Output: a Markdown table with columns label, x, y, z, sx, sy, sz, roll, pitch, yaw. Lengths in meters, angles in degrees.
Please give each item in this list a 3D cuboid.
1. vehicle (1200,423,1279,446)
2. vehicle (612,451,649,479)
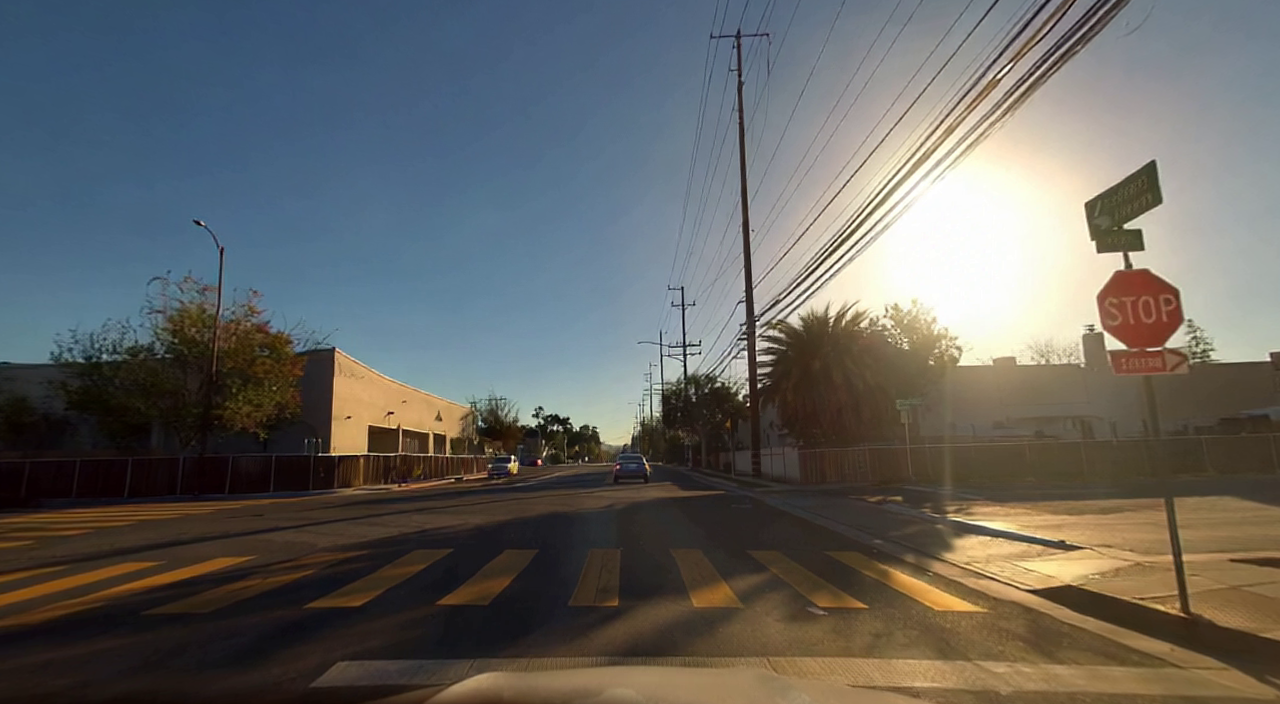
| label | x | y | z | sx | sy | sz | roll | pitch | yaw |
| --- | --- | --- | --- | --- | --- | --- | --- | --- | --- |
| vehicle | 44.578 | 6.056 | 46.282 | 2.251 | 1.596 | 5.193 | -1 | -8 | 0 |
| vehicle | -0.492 | 6.630 | 37.287 | 2.064 | 1.477 | 3.968 | 0 | -9 | 1 |
